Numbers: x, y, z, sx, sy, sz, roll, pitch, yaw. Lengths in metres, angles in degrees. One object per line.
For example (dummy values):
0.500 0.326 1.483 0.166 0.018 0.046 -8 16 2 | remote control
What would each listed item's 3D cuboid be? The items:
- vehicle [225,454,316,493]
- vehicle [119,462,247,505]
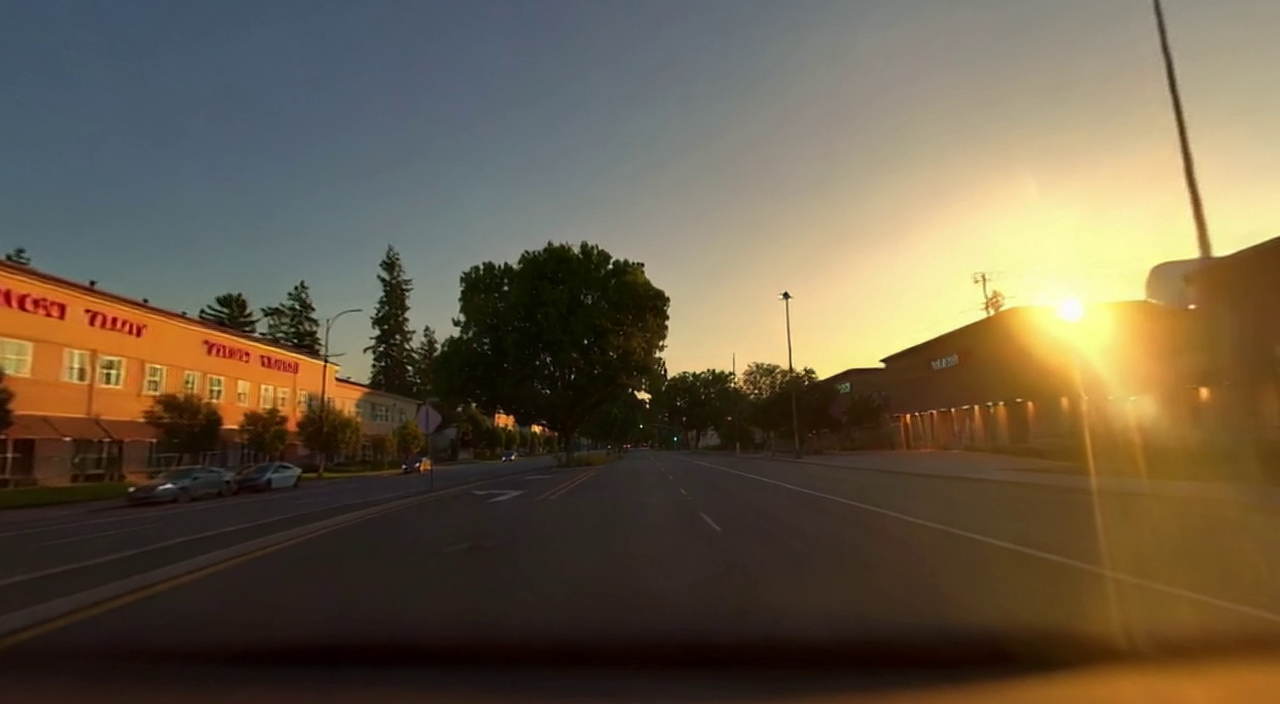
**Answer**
-19.176 6.290 33.079 1.976 1.766 4.677 -1 -9 -1 | vehicle
-19.079 5.481 26.740 1.925 1.485 4.821 0 -9 -2 | vehicle
